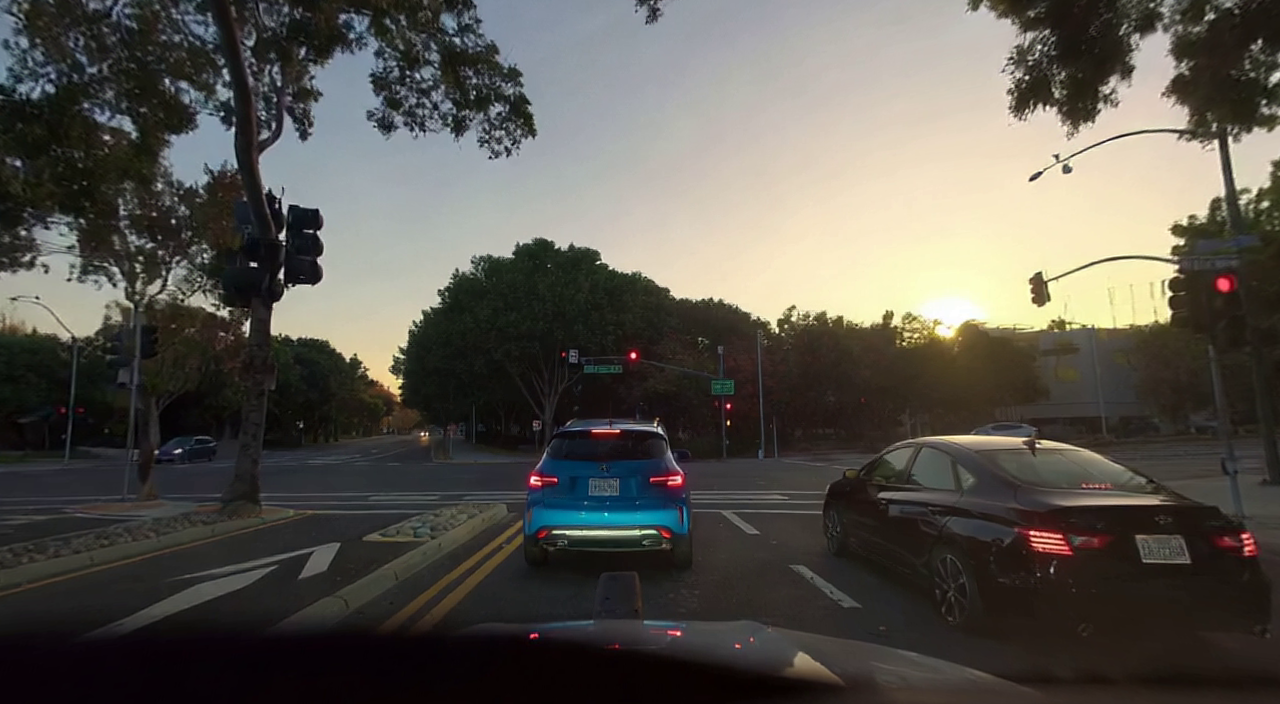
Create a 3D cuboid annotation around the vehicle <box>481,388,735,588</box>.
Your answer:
[{"bbox_3d":[-0.343,1.523,7.808,2.247,1.760,4.231,0,-9,-2],"label":"vehicle"}]

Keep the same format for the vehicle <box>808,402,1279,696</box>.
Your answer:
[{"bbox_3d":[3.172,1.403,5.778,1.932,1.562,4.629,0,-9,-1],"label":"vehicle"}]
